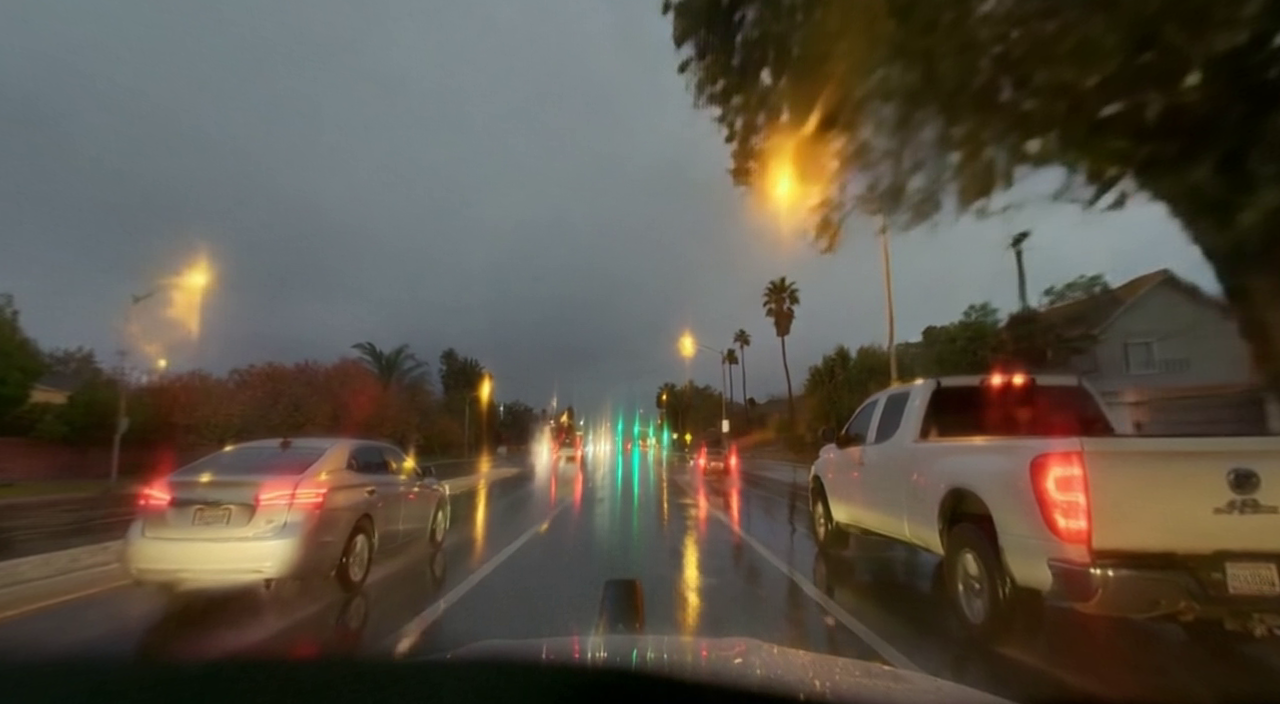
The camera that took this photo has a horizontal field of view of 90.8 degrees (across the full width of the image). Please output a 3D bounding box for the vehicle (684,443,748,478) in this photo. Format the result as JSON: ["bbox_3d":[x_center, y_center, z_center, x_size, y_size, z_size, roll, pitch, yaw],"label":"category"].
[{"bbox_3d":[3.324,4.879,28.611,2.149,1.421,4.805,0,-9,-2],"label":"vehicle"}]

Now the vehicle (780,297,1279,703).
[{"bbox_3d":[3.237,1.156,5.829,2.478,2.030,5.723,0,-9,-1],"label":"vehicle"}]

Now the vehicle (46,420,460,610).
[{"bbox_3d":[-3.742,1.643,7.310,2.094,1.509,4.286,0,-9,0],"label":"vehicle"}]

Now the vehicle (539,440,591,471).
[{"bbox_3d":[-4.002,5.610,34.347,2.263,1.548,4.555,0,-9,0],"label":"vehicle"}]
